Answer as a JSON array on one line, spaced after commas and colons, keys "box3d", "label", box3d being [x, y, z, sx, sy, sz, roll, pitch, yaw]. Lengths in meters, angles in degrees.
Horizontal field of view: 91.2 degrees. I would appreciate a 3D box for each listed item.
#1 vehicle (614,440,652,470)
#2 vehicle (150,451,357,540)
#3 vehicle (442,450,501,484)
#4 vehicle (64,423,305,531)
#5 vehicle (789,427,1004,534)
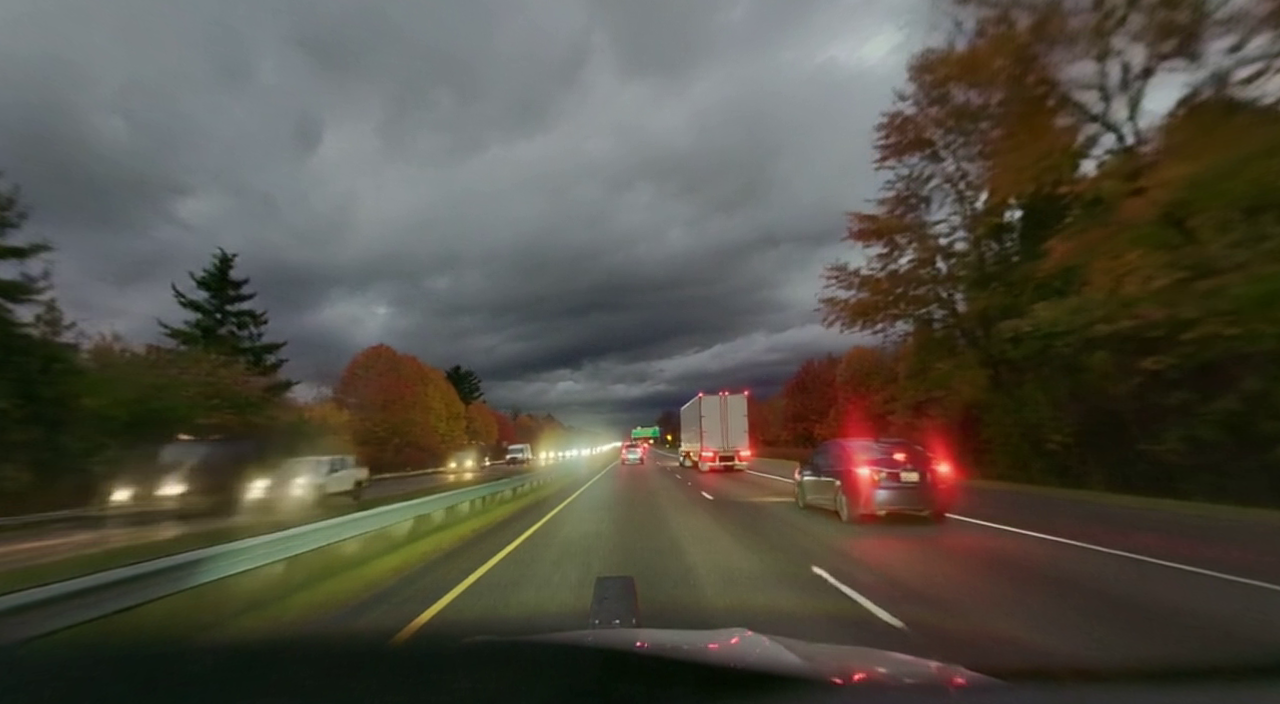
[{"box3d": [-0.431, 6.352, 38.778, 2.168, 1.705, 4.272, -1, -9, 0], "label": "vehicle"}, {"box3d": [-8.305, 3.056, 14.067, 1.943, 1.634, 4.240, -1, -9, 0], "label": "vehicle"}, {"box3d": [-8.810, 6.045, 33.173, 1.971, 1.628, 4.243, -1, -9, 0], "label": "vehicle"}, {"box3d": [-13.651, 3.763, 19.729, 2.380, 2.710, 6.976, -1, -9, -1], "label": "vehicle"}, {"box3d": [4.232, 2.193, 11.255, 1.997, 1.504, 4.236, -1, -9, -1], "label": "vehicle"}]
